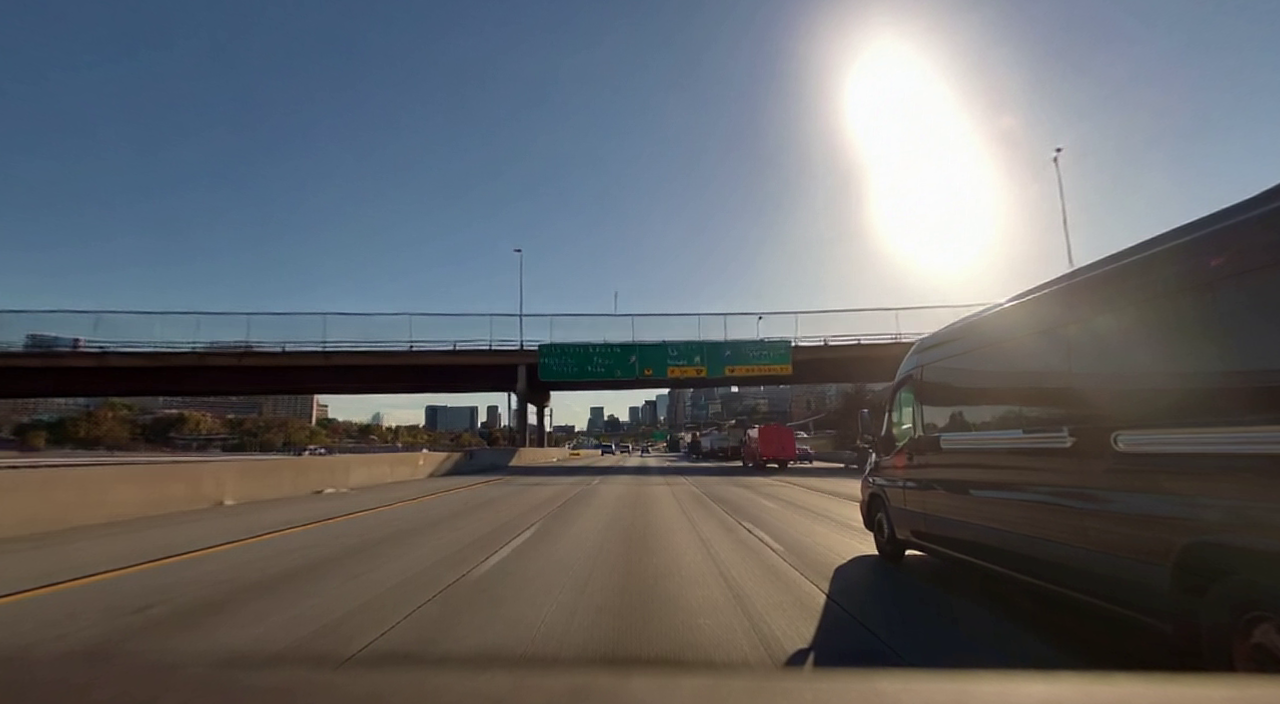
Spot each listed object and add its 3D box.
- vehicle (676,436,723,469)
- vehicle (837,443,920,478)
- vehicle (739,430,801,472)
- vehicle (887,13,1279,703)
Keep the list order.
[{"bbox_3d":[3.814,6.603,41.622,2.464,1.961,5.520,0,-8,-1],"label":"vehicle"},{"bbox_3d":[10.786,4.946,28.947,1.976,1.474,4.779,0,-9,1],"label":"vehicle"},{"bbox_3d":[7.338,5.661,36.262,2.301,2.203,5.419,0,-9,-1],"label":"vehicle"},{"bbox_3d":[3.367,0.181,1.664,2.436,2.745,7.034,0,-9,-1],"label":"vehicle"}]
